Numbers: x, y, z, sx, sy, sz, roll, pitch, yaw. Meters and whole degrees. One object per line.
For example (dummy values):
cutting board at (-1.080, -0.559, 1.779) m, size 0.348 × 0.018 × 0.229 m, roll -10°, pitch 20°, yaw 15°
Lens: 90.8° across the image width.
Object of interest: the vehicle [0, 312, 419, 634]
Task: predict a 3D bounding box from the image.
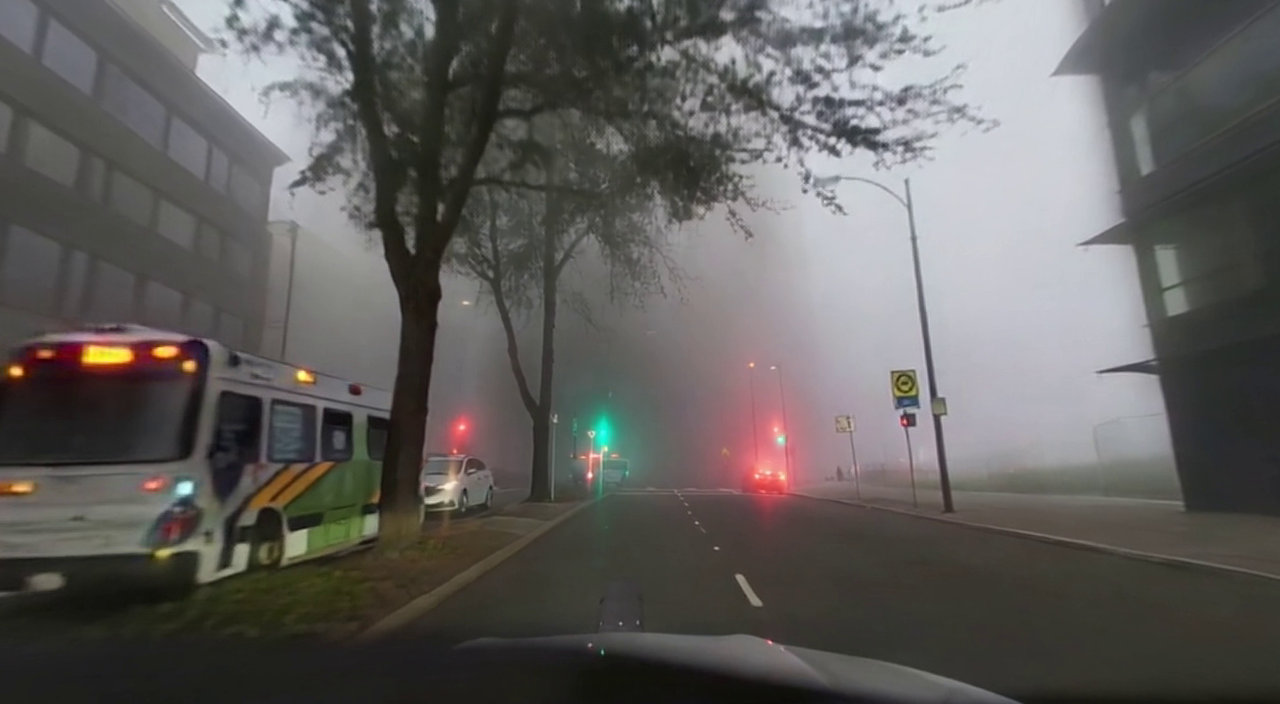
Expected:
vehicle at (-5.098, 1.406, 8.237) m, size 2.268 × 2.708 × 5.699 m, roll 0°, pitch -8°, yaw 1°

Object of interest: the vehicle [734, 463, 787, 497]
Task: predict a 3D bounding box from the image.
vehicle at (6.354, 6.762, 33.748) m, size 1.888 × 1.536 × 4.381 m, roll 0°, pitch -8°, yaw -1°

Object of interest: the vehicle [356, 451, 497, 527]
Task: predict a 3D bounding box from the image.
vehicle at (-4.926, 3.185, 15.250) m, size 1.914 × 1.530 × 3.980 m, roll 0°, pitch -8°, yaw 1°
